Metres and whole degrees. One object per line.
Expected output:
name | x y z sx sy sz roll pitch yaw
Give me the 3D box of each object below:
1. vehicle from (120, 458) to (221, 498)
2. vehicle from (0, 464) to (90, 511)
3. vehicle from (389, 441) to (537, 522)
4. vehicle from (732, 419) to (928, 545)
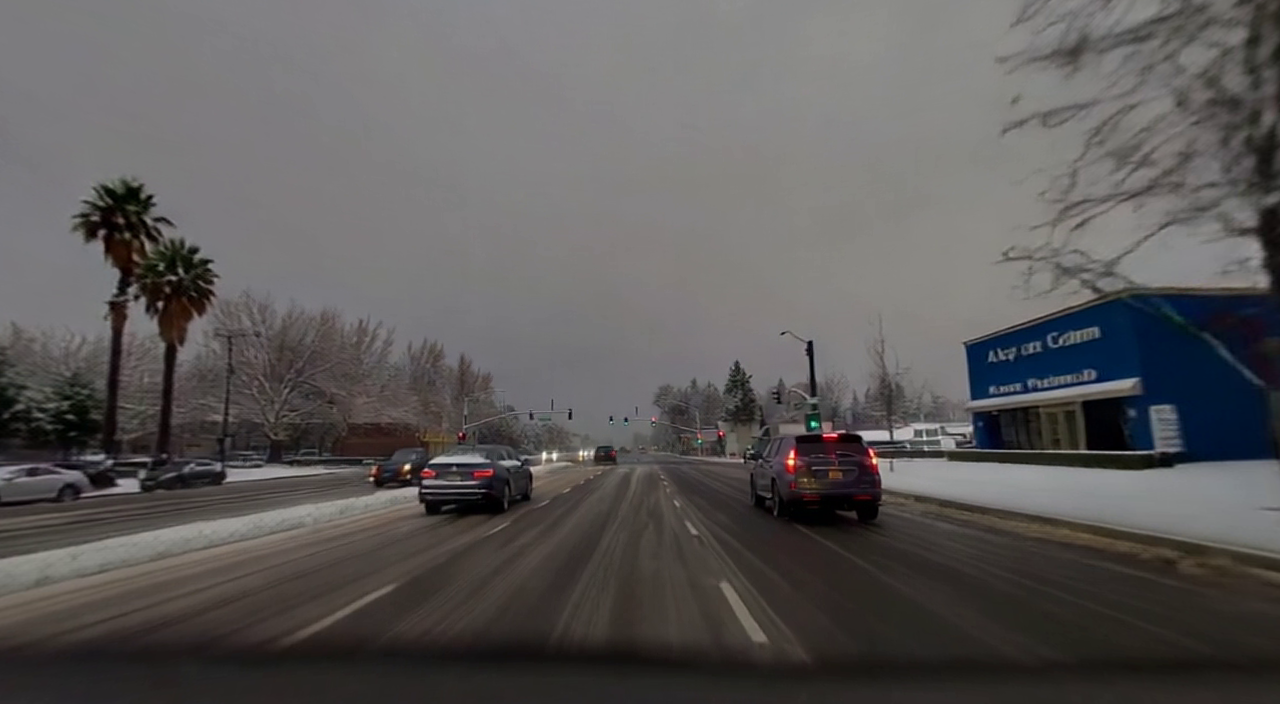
vehicle | -22.964 6.133 31.106 1.868 1.602 4.102 -3 -8 -1
vehicle | -22.868 4.914 22.893 1.926 1.483 4.349 -2 -9 1
vehicle | -3.650 2.743 13.900 2.034 1.498 3.995 0 -9 1
vehicle | 2.934 2.121 10.893 1.982 1.711 4.276 0 -9 -1
